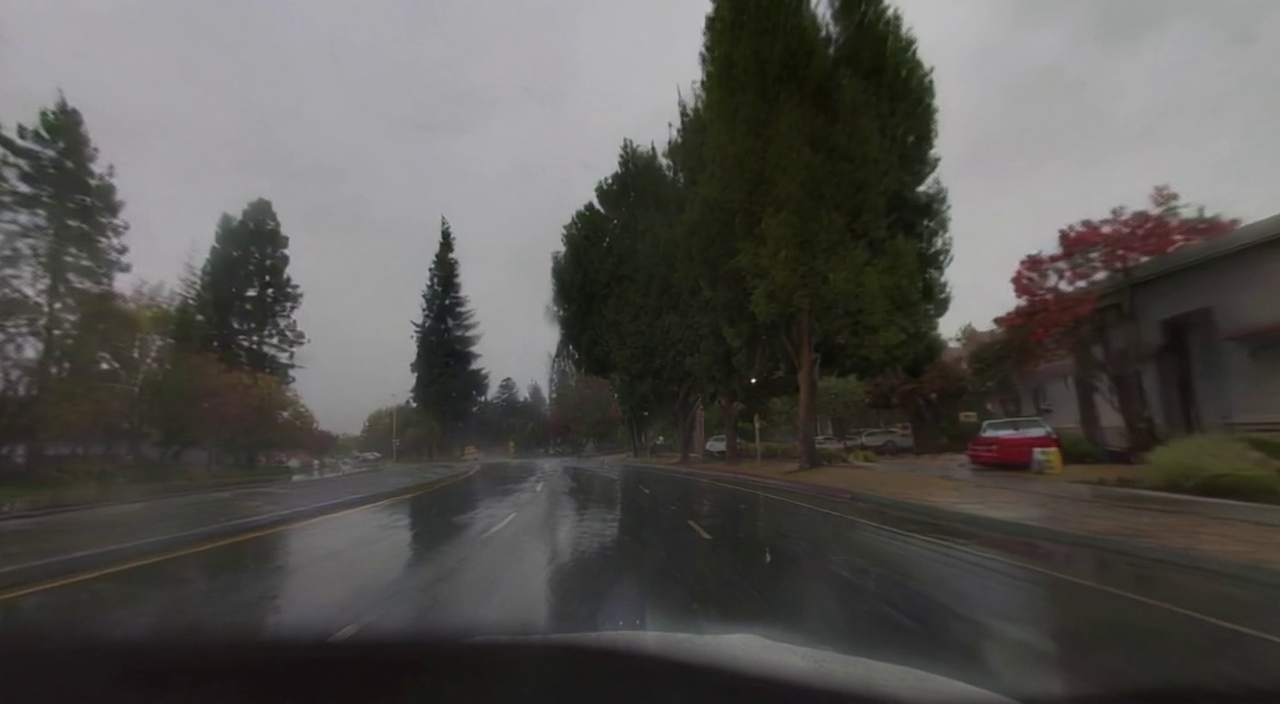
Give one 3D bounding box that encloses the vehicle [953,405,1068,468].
[{"bbox_3d":[12.791,2.948,21.648,2.110,1.863,4.977,-11,-13,42],"label":"vehicle"}]
